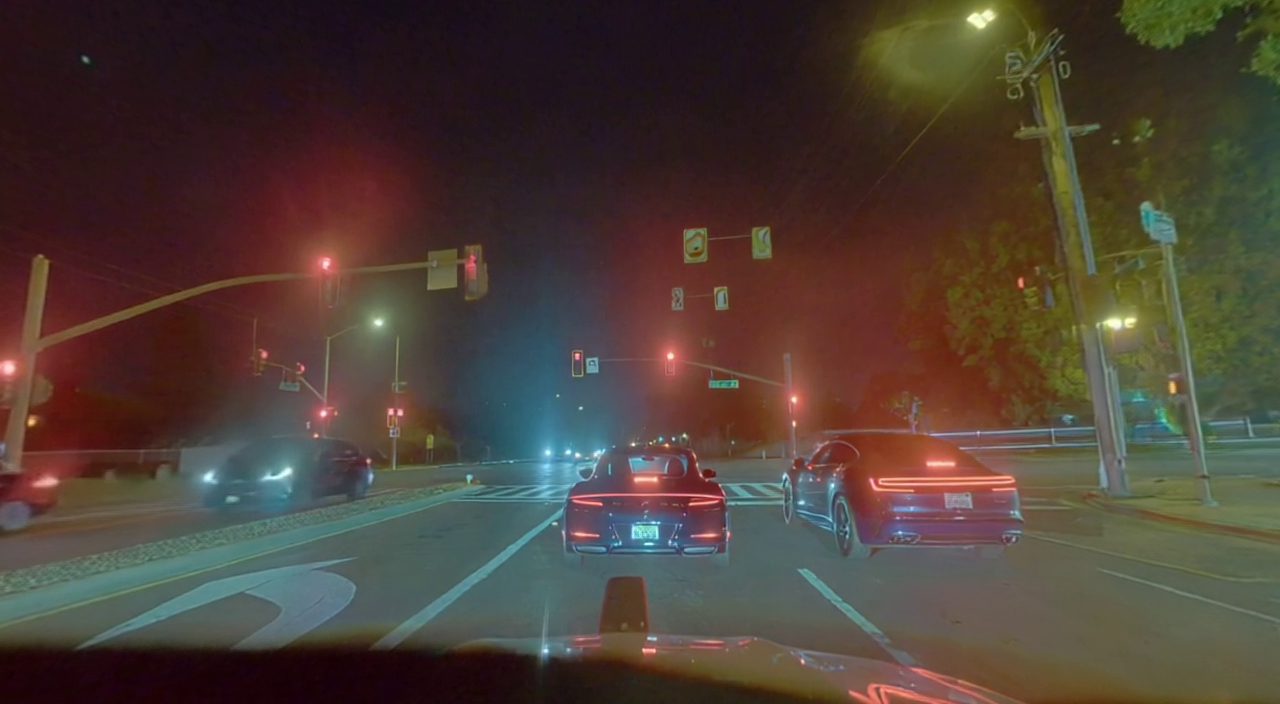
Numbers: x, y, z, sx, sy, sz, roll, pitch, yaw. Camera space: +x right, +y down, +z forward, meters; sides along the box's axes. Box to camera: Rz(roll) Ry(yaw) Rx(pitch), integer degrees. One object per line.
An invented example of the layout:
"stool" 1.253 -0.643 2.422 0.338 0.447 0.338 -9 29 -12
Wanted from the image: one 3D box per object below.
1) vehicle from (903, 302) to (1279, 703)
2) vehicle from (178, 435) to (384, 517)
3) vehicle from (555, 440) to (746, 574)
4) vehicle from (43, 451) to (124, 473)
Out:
"vehicle" 3.110 0.805 2.539 2.143 1.759 4.531 0 -8 0
"vehicle" -8.353 2.913 15.387 2.091 1.651 4.870 0 -8 1
"vehicle" 0.123 1.871 8.396 1.945 1.343 3.827 0 -8 1
"vehicle" -41.286 8.162 46.804 4.195 1.533 1.752 0 -8 -3
